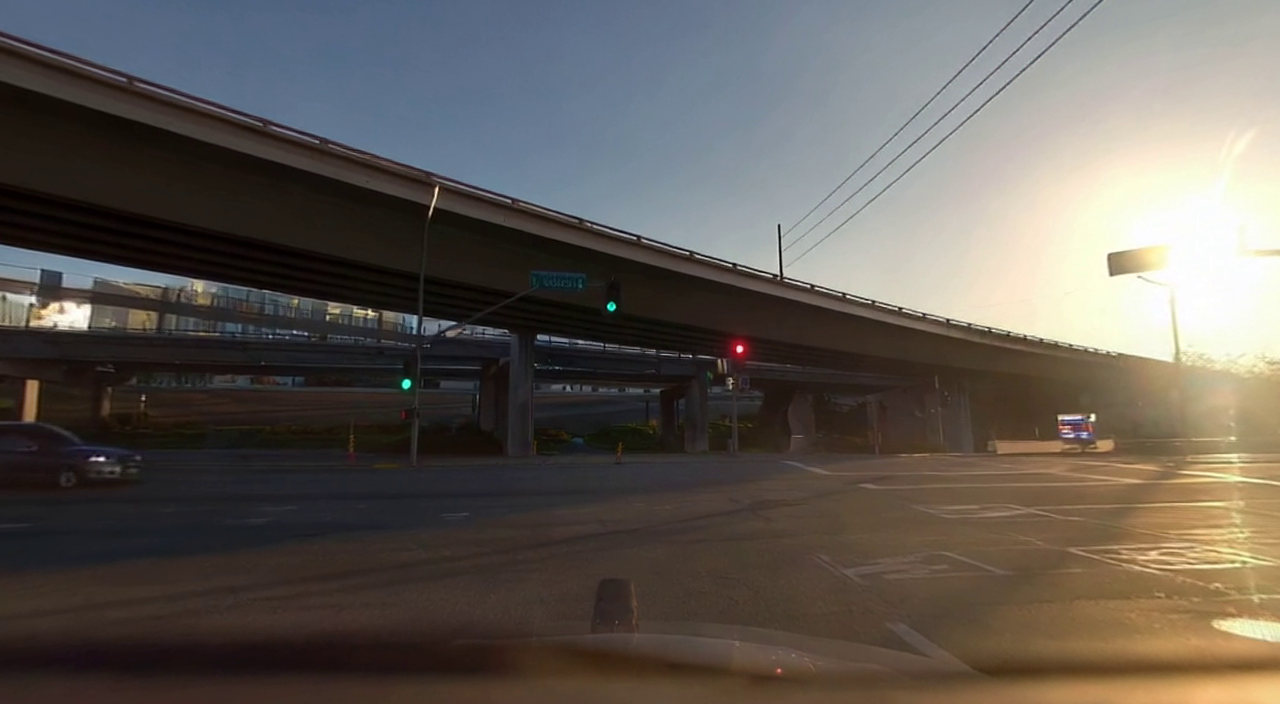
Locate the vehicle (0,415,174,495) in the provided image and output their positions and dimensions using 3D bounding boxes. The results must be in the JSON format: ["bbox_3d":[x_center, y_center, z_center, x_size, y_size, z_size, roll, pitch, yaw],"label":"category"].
[{"bbox_3d":[-13.074,2.255,13.998,3.897,1.637,1.832,0,-9,-4],"label":"vehicle"}]
